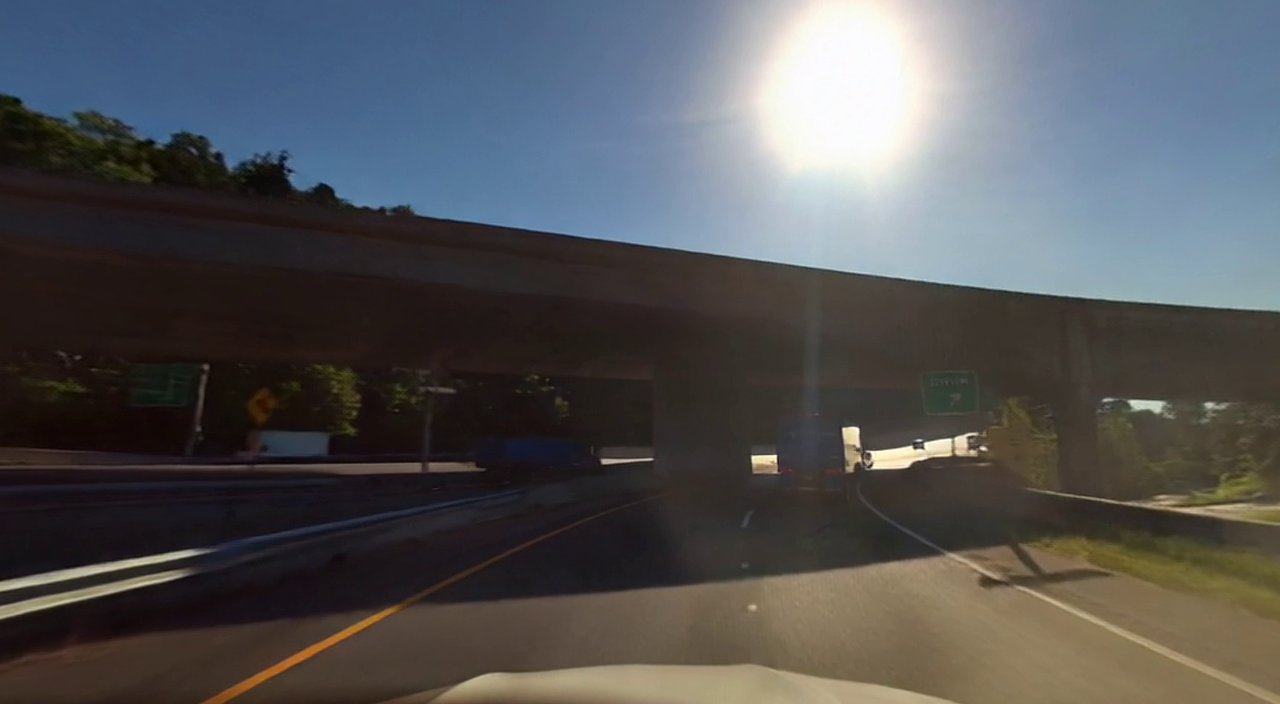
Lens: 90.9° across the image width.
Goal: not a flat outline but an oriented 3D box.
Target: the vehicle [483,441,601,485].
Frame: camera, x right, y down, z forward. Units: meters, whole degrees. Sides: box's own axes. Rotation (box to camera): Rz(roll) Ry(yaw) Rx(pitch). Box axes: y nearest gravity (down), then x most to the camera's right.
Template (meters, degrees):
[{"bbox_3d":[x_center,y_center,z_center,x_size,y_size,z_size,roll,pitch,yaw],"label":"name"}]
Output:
[{"bbox_3d":[-3.477,4.015,23.108,1.940,1.444,4.024,-7,-11,37],"label":"vehicle"}]
